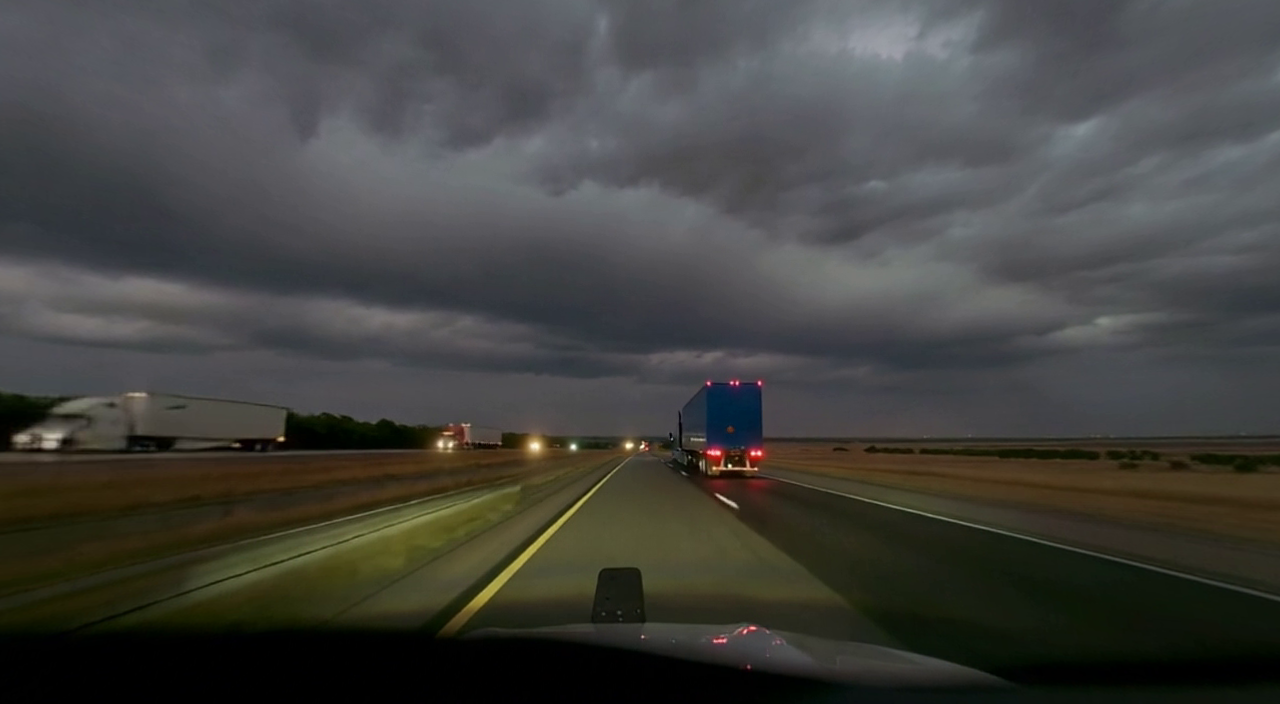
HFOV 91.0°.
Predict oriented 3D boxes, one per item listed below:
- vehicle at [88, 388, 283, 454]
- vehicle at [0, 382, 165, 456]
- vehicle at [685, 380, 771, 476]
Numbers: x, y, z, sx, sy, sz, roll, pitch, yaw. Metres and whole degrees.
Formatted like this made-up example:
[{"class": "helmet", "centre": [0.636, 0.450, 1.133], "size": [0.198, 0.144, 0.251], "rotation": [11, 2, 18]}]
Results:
[{"class": "vehicle", "centre": [-33.278, 5.571, 47.824], "size": [2.915, 4.150, 15.939], "rotation": [0, -9, 0]}, {"class": "vehicle", "centre": [-33.324, 4.191, 37.521], "size": [2.961, 3.871, 8.954], "rotation": [0, -9, -1]}, {"class": "vehicle", "centre": [4.285, 4.300, 34.060], "size": [2.818, 4.206, 12.987], "rotation": [0, -9, 0]}]
